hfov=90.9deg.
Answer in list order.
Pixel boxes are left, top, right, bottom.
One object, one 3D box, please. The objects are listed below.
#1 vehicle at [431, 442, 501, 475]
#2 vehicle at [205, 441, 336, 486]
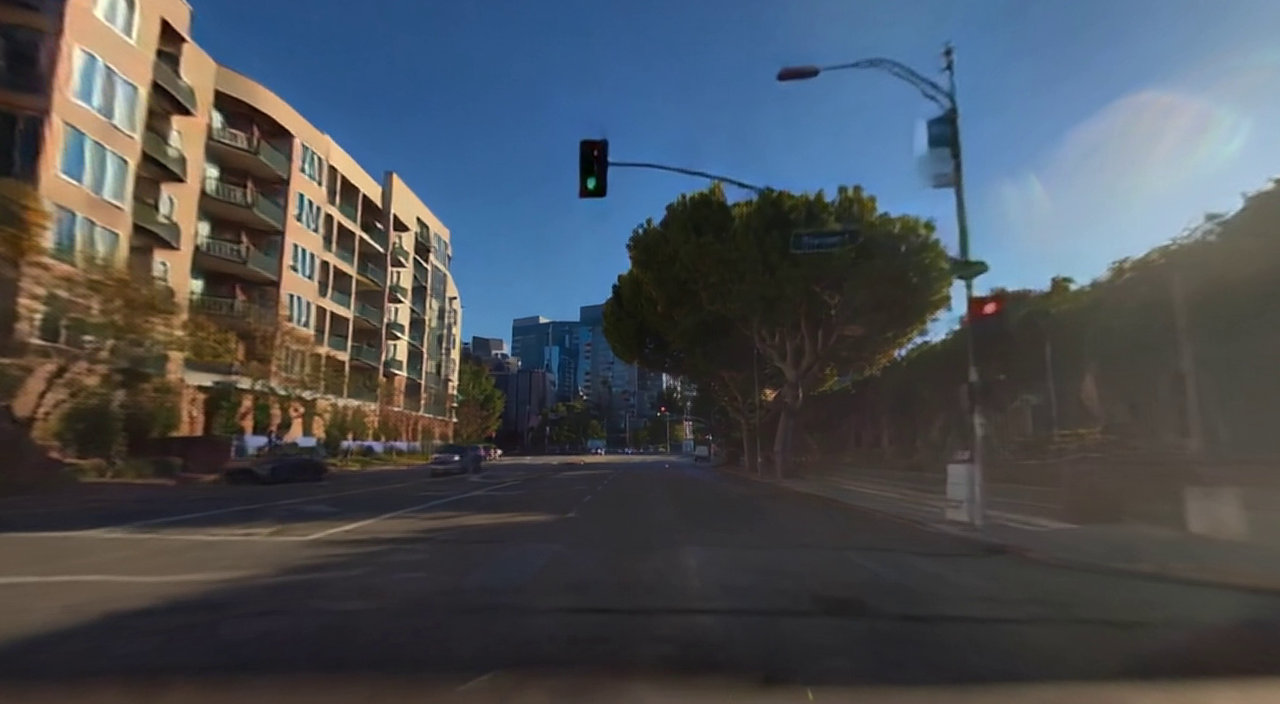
[{"bbox_3d":[-8.644,5.334,31.816,1.939,1.482,4.673,0,-9,4],"label":"vehicle"},{"bbox_3d":[-13.335,4.035,23.107,1.965,1.474,4.376,0,-9,3],"label":"vehicle"}]
